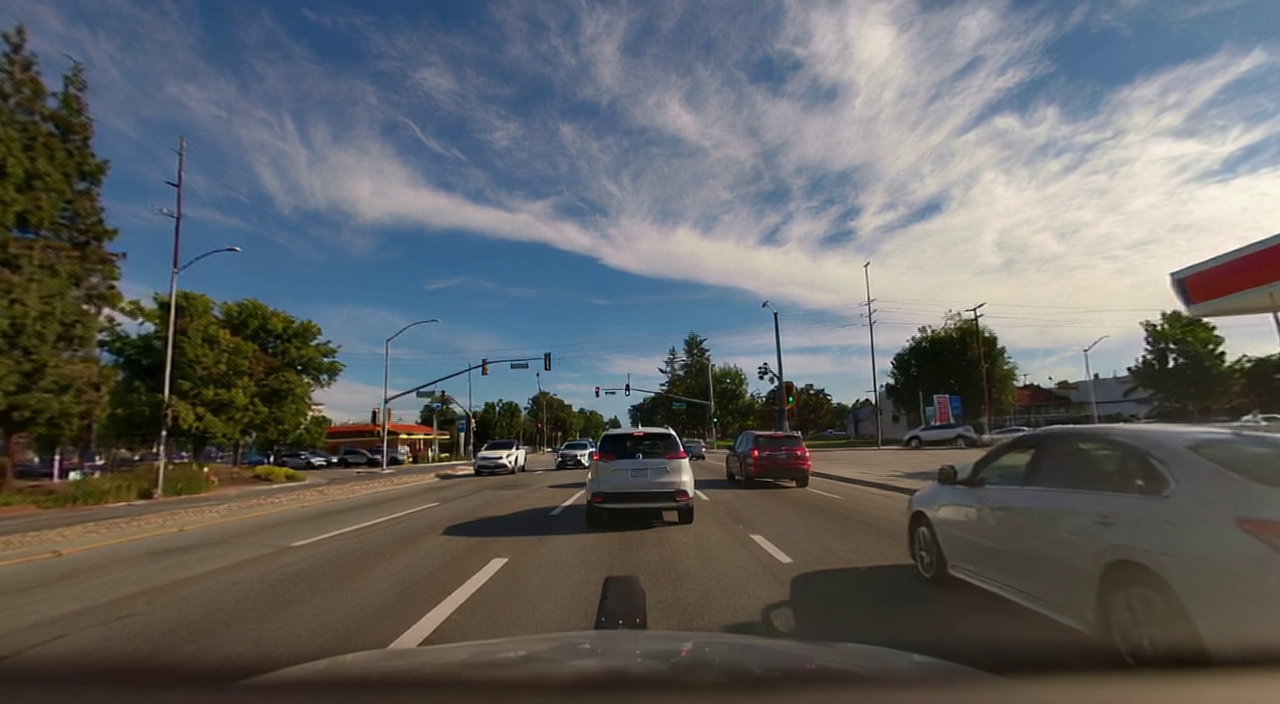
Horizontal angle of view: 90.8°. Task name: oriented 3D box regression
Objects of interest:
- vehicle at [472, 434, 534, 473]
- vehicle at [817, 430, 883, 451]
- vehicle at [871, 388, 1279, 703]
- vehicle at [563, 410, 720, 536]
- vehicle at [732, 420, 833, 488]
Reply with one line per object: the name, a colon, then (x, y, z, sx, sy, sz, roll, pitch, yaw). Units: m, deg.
vehicle: (-6.400, 4.802, 30.124, 1.994, 1.695, 4.471, 0, -8, -1)
vehicle: (16.526, 7.025, 49.945, 4.715, 1.582, 1.884, -2, -9, 11)
vehicle: (3.346, 1.146, 4.226, 1.904, 1.472, 4.358, 0, -8, -1)
vehicle: (-0.039, 1.960, 10.742, 2.164, 1.718, 3.881, 0, -8, -2)
vehicle: (4.177, 3.110, 19.489, 2.116, 1.791, 5.006, -1, -8, 2)
